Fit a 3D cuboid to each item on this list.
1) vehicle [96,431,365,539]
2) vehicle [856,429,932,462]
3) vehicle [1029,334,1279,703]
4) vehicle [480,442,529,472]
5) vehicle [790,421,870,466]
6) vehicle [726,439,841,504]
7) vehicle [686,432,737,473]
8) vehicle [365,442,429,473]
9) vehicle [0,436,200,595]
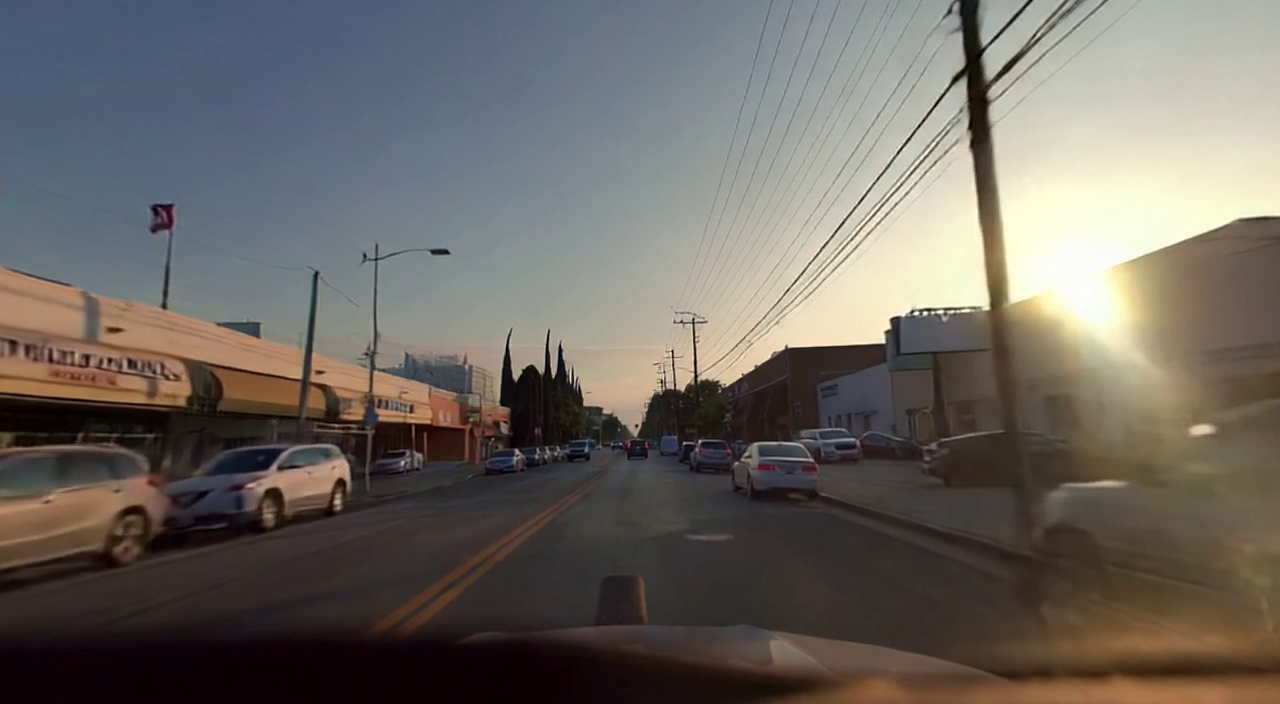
[{"bbox_3d":[-8.292,2.728,13.748,1.986,1.831,5.678,0,-9,1],"label":"vehicle"},{"bbox_3d":[12.049,4.446,30.306,1.824,1.450,4.265,0,-7,-1],"label":"vehicle"},{"bbox_3d":[3.570,0.687,1.590,2.088,1.765,4.704,0,-8,-1],"label":"vehicle"},{"bbox_3d":[-8.463,6.610,40.025,2.113,1.665,5.062,0,-7,-2],"label":"vehicle"},{"bbox_3d":[8.956,4.358,30.277,2.178,1.884,4.825,-2,-8,-1],"label":"vehicle"},{"bbox_3d":[3.531,3.015,16.503,1.866,1.439,4.482,0,-8,-1],"label":"vehicle"},{"bbox_3d":[3.420,4.944,31.031,2.025,1.843,4.883,-1,-9,1],"label":"vehicle"},{"bbox_3d":[-14.856,6.501,39.025,1.969,1.741,5.148,0,-9,-1],"label":"vehicle"},{"bbox_3d":[-8.442,1.999,8.091,2.045,1.820,4.858,0,-7,1],"label":"vehicle"}]
